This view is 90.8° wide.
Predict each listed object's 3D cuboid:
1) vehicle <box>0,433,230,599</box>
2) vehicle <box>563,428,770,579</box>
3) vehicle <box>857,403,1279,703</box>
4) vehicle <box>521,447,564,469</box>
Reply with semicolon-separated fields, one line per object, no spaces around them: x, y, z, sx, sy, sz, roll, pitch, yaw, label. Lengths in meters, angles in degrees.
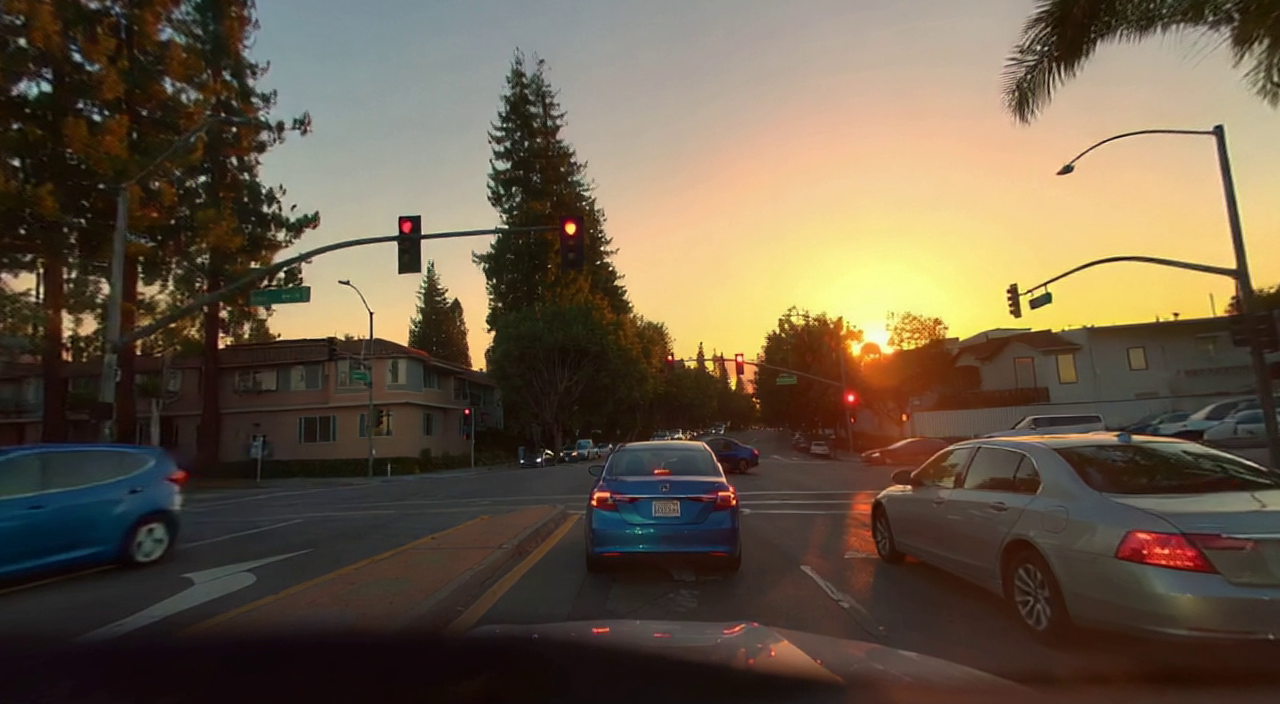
-7.540;1.816;7.273;1.996;1.705;4.577;-2;-9;11;vehicle
0.301;1.818;8.333;2.090;1.505;3.756;-1;-9;1;vehicle
3.666;1.341;5.449;1.888;1.486;4.681;0;-9;-1;vehicle
-6.915;7.584;45.306;2.093;1.476;4.278;-1;-9;4;vehicle
